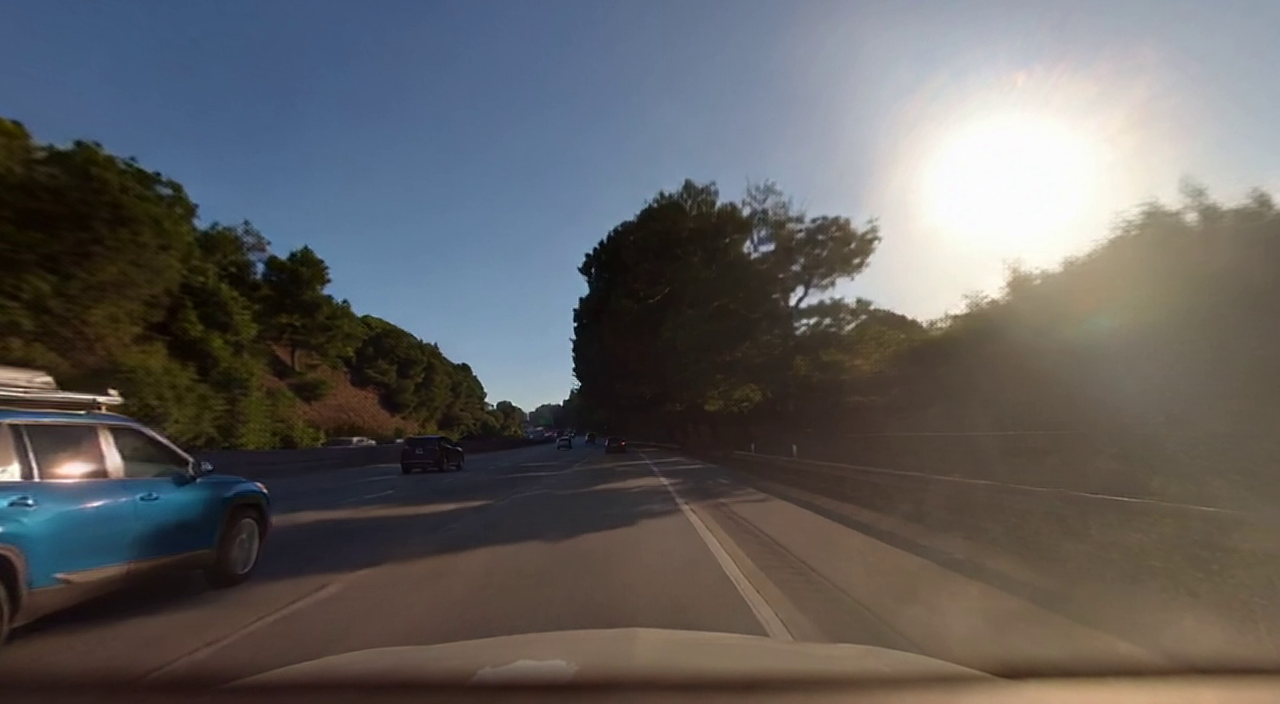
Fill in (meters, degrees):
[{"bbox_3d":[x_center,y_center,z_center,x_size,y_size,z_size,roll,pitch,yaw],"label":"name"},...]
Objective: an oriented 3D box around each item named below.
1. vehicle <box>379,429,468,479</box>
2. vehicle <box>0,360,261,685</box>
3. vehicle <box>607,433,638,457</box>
[{"bbox_3d":[-8.240,3.897,24.446,1.964,1.745,4.338,0,-8,-1],"label":"vehicle"},{"bbox_3d":[-4.510,0.931,3.428,2.069,1.748,4.652,0,-8,-1],"label":"vehicle"},{"bbox_3d":[-1.240,6.705,45.560,2.178,1.658,3.916,0,-8,-1],"label":"vehicle"}]
